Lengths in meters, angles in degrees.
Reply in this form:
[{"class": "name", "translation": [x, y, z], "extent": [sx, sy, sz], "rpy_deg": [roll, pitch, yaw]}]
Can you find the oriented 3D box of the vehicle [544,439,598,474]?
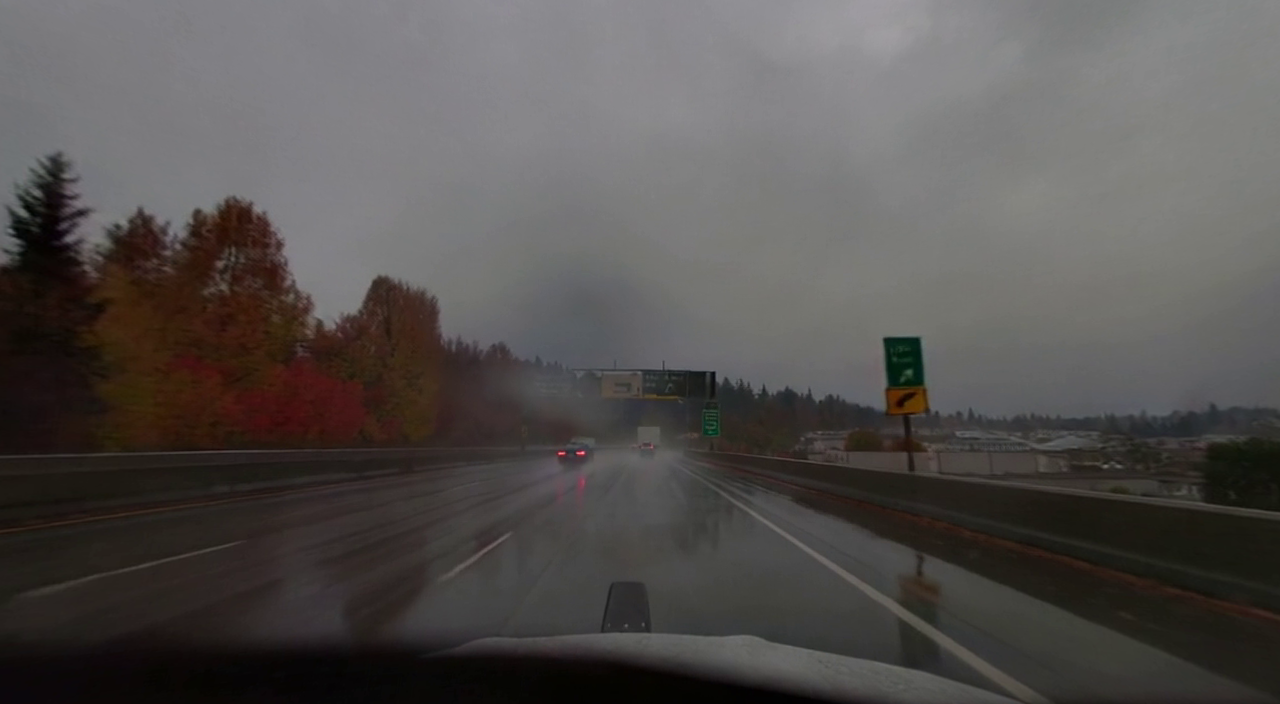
[{"class": "vehicle", "translation": [-3.375, 5.187, 31.570], "extent": [2.061, 1.572, 4.814], "rpy_deg": [0, -8, 1]}]
